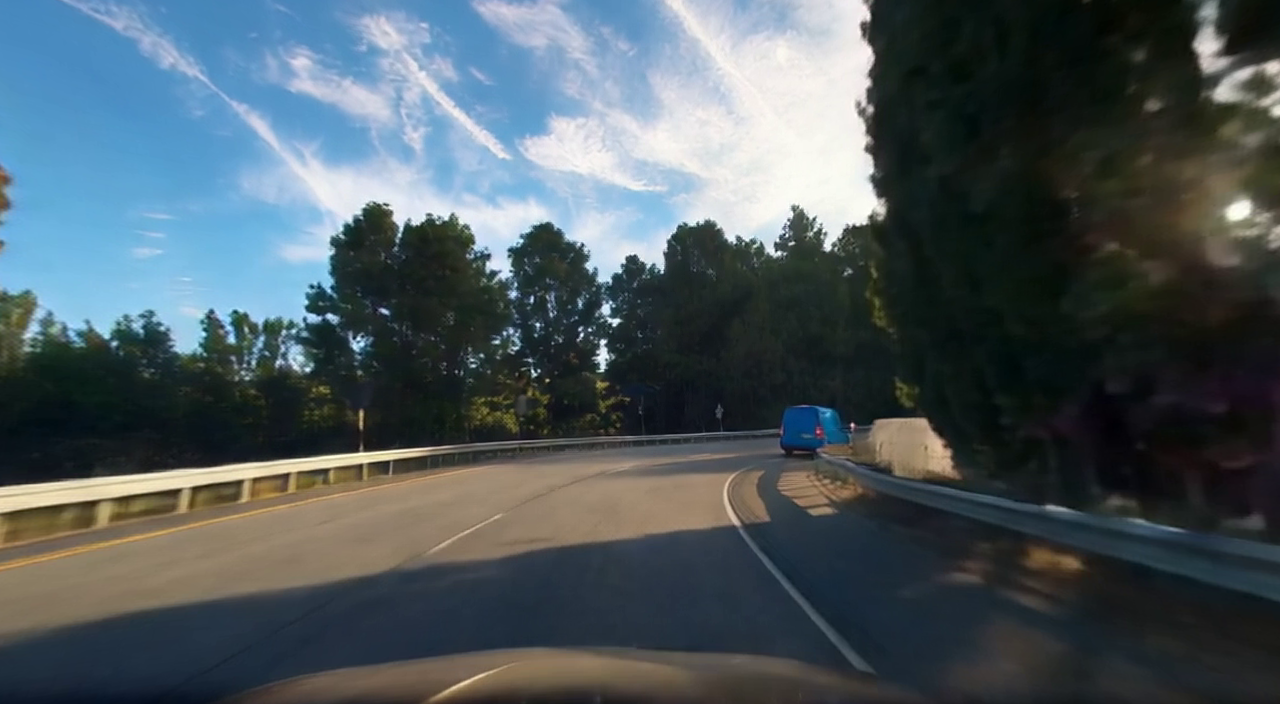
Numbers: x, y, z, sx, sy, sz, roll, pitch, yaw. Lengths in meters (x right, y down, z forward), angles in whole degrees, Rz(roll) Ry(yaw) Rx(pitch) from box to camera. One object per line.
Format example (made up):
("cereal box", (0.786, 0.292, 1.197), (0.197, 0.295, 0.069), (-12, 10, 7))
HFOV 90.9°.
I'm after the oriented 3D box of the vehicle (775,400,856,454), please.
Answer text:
("vehicle", (9.374, 3.991, 33.353), (2.352, 2.577, 5.330), (-5, -9, 35))
